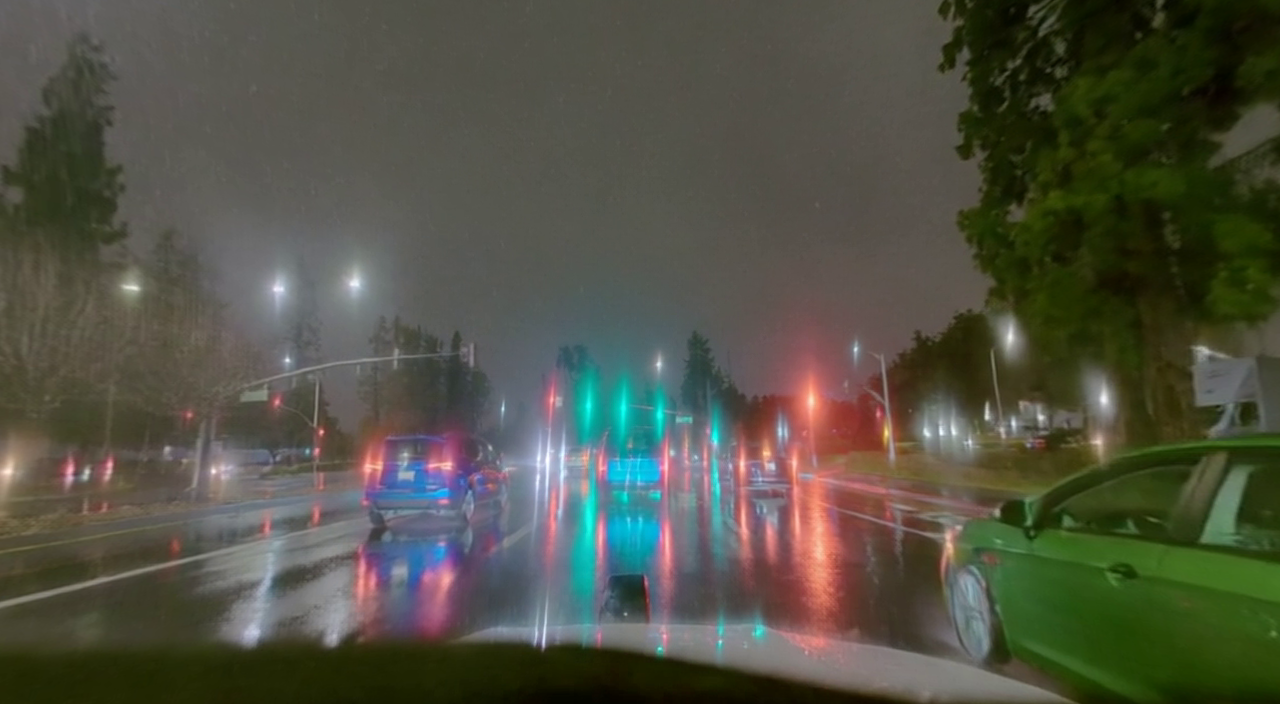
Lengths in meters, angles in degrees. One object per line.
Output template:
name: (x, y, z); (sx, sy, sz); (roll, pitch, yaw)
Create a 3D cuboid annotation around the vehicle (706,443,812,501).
vehicle: (3.379, 3.514, 18.991); (2.036, 1.480, 4.659); (0, -8, -3)

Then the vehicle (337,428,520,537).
vehicle: (-3.790, 2.402, 12.255); (2.039, 1.709, 4.265); (0, -8, 0)

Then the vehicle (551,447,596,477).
vehicle: (-3.499, 5.868, 33.847); (1.897, 1.479, 4.204); (0, -8, 1)

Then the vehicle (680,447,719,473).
vehicle: (3.642, 6.697, 39.323); (1.996, 1.443, 4.270); (0, -8, -1)

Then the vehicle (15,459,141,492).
vehicle: (-34.118, 7.486, 38.424); (5.352, 1.850, 2.276); (0, -8, -2)

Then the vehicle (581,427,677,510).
vehicle: (-0.262, 2.922, 16.337); (2.132, 1.816, 4.471); (0, -8, 0)

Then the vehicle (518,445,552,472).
vehicle: (-7.186, 7.302, 43.428); (2.051, 1.722, 4.412); (1, -8, -6)

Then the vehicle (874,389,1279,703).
vehicle: (2.997, 1.031, 3.108); (1.976, 1.491, 4.427); (0, -8, 0)
